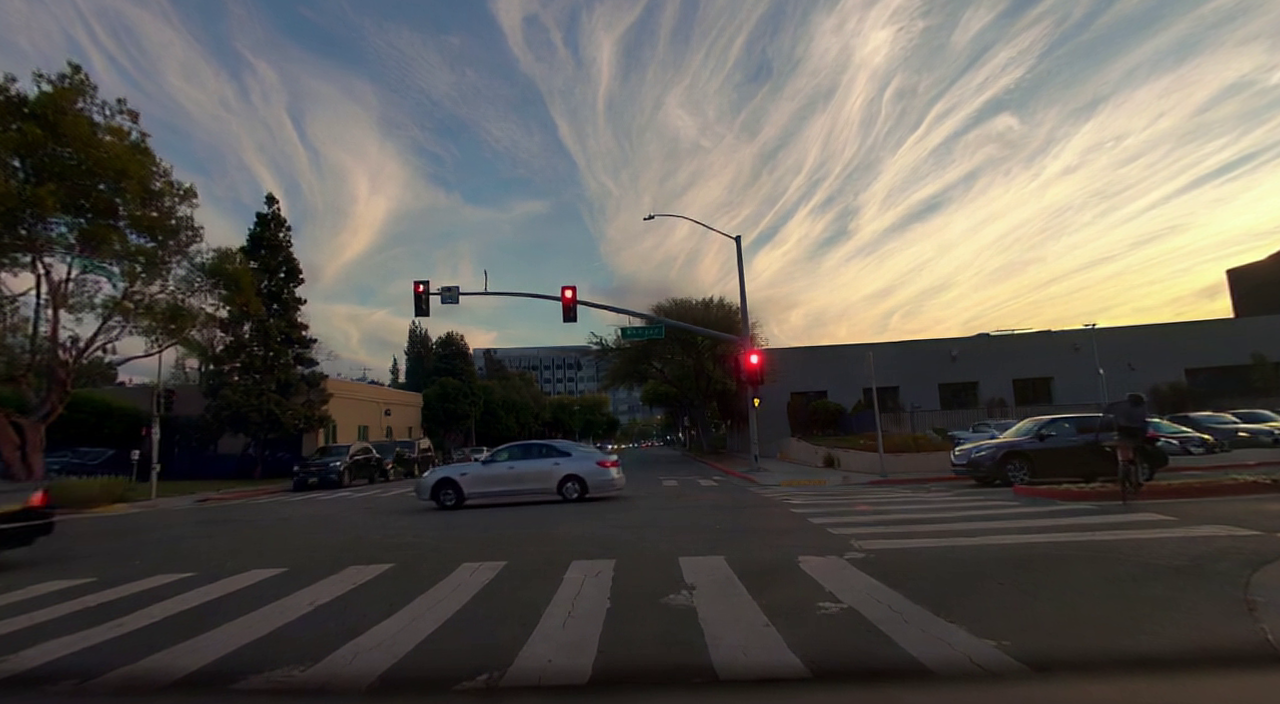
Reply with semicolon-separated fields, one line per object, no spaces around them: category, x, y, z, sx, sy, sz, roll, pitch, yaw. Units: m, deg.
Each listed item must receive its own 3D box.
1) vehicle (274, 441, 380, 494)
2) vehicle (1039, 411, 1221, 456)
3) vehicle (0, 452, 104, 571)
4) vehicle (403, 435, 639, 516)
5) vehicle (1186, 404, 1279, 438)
vehicle;-13.734;5.063;28.148;2.251;1.957;4.968;-4;-9;-1
vehicle;16.933;2.902;22.118;4.560;1.453;1.851;-3;-9;18
vehicle;-9.078;1.812;6.867;1.755;1.419;4.533;-4;-10;24
vehicle;-2.397;2.426;12.809;4.385;1.419;1.855;3;-9;-18
vehicle;34.902;4.021;36.662;4.326;1.511;1.725;-8;-9;17
